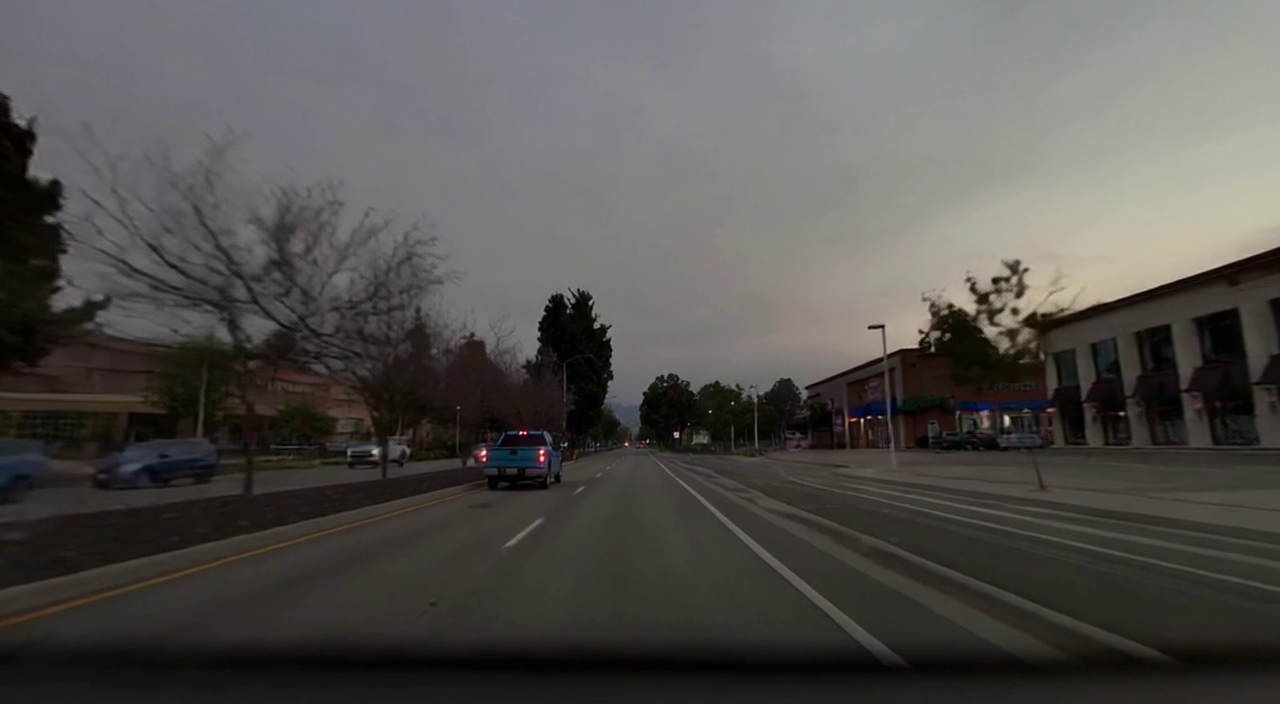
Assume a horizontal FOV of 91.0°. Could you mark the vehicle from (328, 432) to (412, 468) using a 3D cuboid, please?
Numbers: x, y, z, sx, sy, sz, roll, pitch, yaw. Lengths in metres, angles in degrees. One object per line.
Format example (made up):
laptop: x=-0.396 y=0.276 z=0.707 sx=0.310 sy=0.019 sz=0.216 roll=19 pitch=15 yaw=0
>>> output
vehicle: x=-16.026 y=5.867 z=37.819 sx=2.226 sy=1.947 sz=5.670 roll=0 pitch=-8 yaw=4

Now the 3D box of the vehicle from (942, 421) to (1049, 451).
vehicle: x=26.011 y=6.200 z=46.222 sx=6.324 sy=1.986 sz=2.478 roll=-2 pitch=-9 yaw=0

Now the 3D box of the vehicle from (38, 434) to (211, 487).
vehicle: x=-18.141 y=3.810 z=22.569 sx=1.986 sy=1.664 sz=4.980 roll=0 pitch=-8 yaw=-1

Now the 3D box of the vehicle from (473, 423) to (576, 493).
vehicle: x=-3.276 y=3.157 z=19.130 sx=2.065 sy=1.790 sz=5.417 roll=0 pitch=-8 yaw=1
